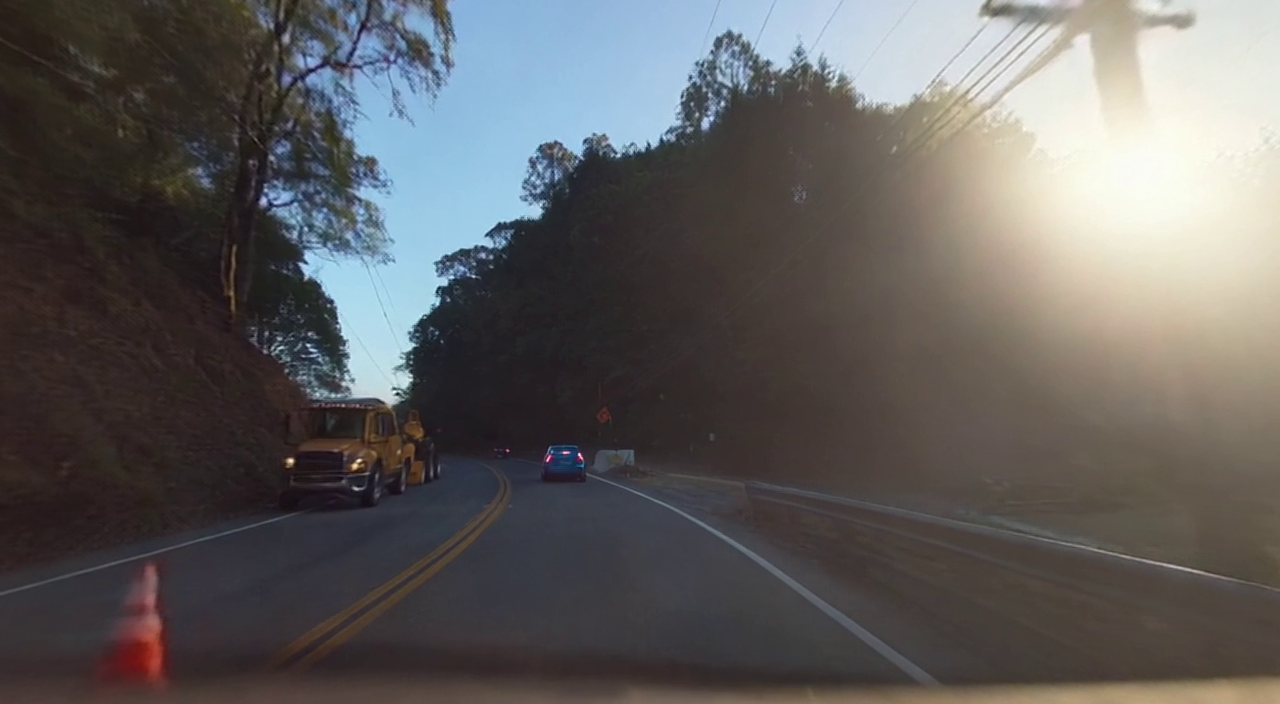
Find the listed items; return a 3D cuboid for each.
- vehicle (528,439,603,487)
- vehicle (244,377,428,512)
[{"bbox_3d":[-2.703,3.825,22.136,2.259,1.503,4.075,2,-8,-11],"label":"vehicle"},{"bbox_3d":[-6.592,2.087,14.330,2.257,2.597,4.069,0,-8,-4],"label":"vehicle"}]
